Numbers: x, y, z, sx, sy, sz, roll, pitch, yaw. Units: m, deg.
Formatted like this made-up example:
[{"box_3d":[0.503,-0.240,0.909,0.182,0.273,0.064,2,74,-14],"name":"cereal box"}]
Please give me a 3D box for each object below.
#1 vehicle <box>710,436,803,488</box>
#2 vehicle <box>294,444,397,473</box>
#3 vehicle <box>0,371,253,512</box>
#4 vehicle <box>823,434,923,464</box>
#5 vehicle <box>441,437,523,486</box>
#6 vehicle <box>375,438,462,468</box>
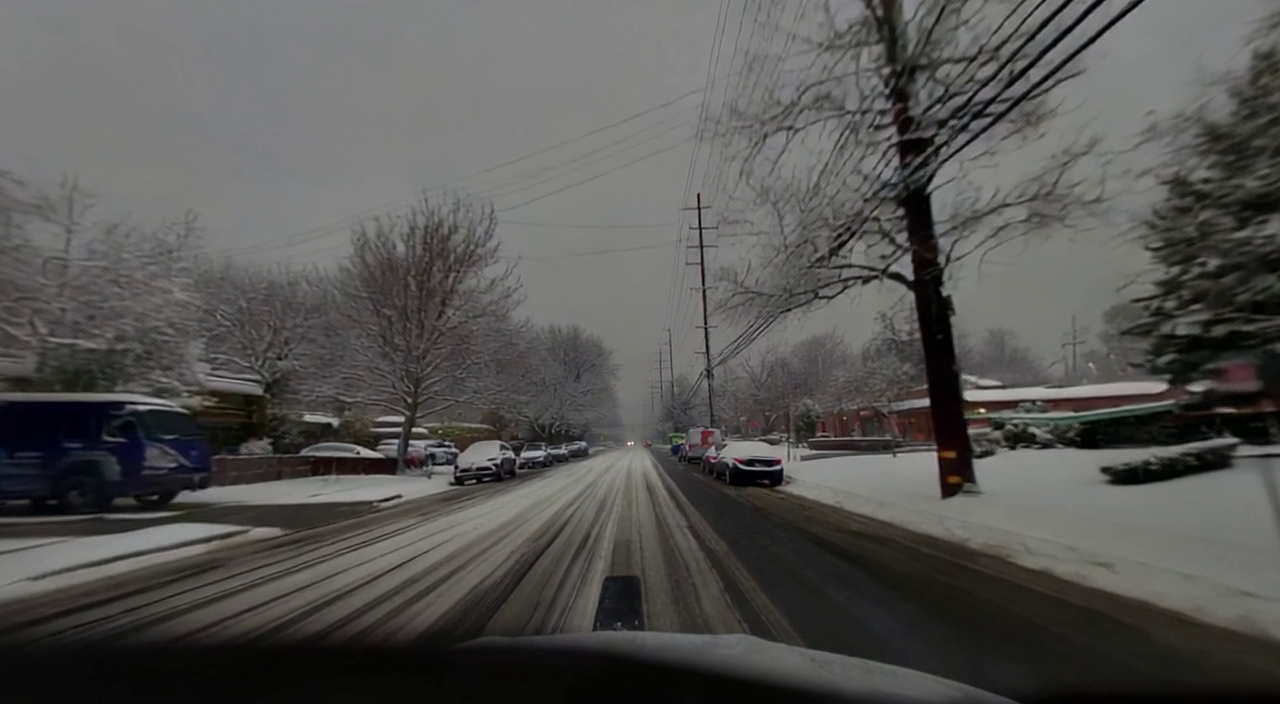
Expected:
[{"box_3d":[3.741,3.622,21.159,2.112,1.528,4.944,0,-8,-1],"name":"vehicle"},{"box_3d":[-15.322,5.545,32.921,4.388,1.466,2.008,0,-8,-1],"name":"vehicle"},{"box_3d":[-12.566,2.146,15.149,4.773,3.051,2.400,-1,-8,-1],"name":"vehicle"},{"box_3d":[12.526,5.270,34.087,4.606,1.484,2.042,0,-11,1],"name":"vehicle"},{"box_3d":[-6.136,4.287,25.013,1.989,1.693,4.292,-2,-8,2],"name":"vehicle"},{"box_3d":[-13.314,6.090,38.074,4.528,1.713,1.947,0,-8,-1],"name":"vehicle"}]
